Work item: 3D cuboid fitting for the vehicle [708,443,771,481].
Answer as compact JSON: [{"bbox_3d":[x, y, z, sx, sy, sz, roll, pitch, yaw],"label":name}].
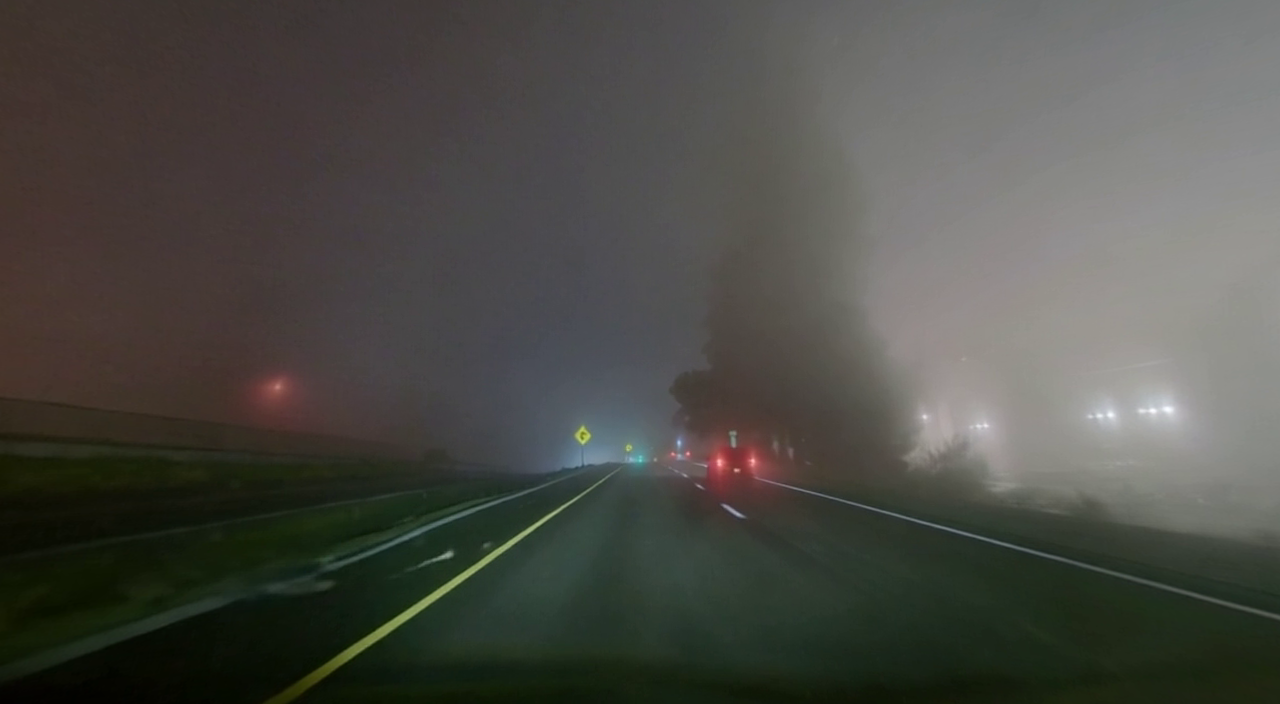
[{"bbox_3d":[4.344,4.855,28.147,2.042,1.518,4.477,0,-9,-1],"label":"vehicle"}]
